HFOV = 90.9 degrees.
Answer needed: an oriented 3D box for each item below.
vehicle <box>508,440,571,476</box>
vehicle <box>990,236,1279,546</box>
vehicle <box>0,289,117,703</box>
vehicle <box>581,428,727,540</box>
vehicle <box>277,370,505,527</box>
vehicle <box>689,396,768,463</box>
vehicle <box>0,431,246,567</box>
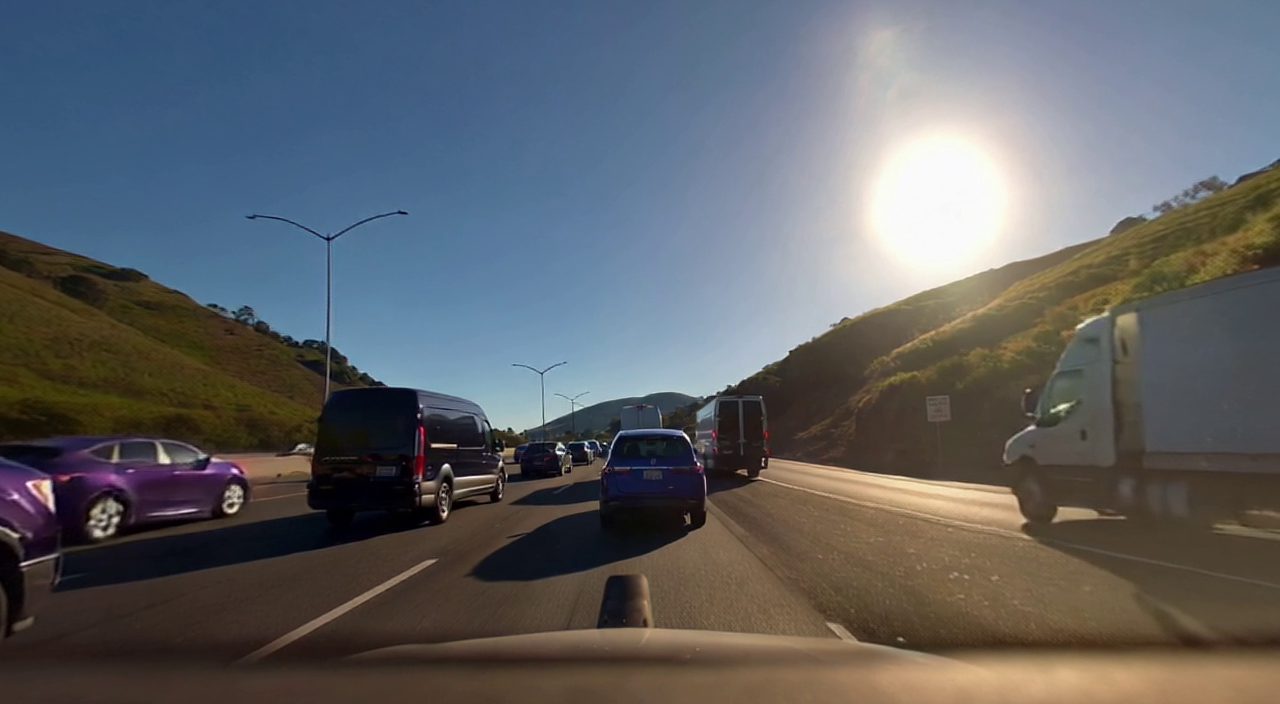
[{"bbox_3d":[-4.416,4.746,28.417,2.007,1.457,4.447,0,-8,1],"label":"vehicle"},{"bbox_3d":[9.890,0.344,7.131,2.977,3.878,11.111,2,-9,-18],"label":"vehicle"},{"bbox_3d":[-4.295,0.430,1.015,2.195,2.086,5.445,0,-8,0],"label":"vehicle"},{"bbox_3d":[0.150,2.111,10.695,2.003,1.499,3.930,0,-8,-1],"label":"vehicle"},{"bbox_3d":[-4.655,1.980,13.158,2.300,2.522,5.701,0,-8,1],"label":"vehicle"},{"bbox_3d":[6.318,6.202,48.766,2.989,4.277,16.586,0,-8,-3],"label":"vehicle"},{"bbox_3d":[-7.889,1.845,8.533,1.968,1.459,4.737,-1,-8,2],"label":"vehicle"}]
